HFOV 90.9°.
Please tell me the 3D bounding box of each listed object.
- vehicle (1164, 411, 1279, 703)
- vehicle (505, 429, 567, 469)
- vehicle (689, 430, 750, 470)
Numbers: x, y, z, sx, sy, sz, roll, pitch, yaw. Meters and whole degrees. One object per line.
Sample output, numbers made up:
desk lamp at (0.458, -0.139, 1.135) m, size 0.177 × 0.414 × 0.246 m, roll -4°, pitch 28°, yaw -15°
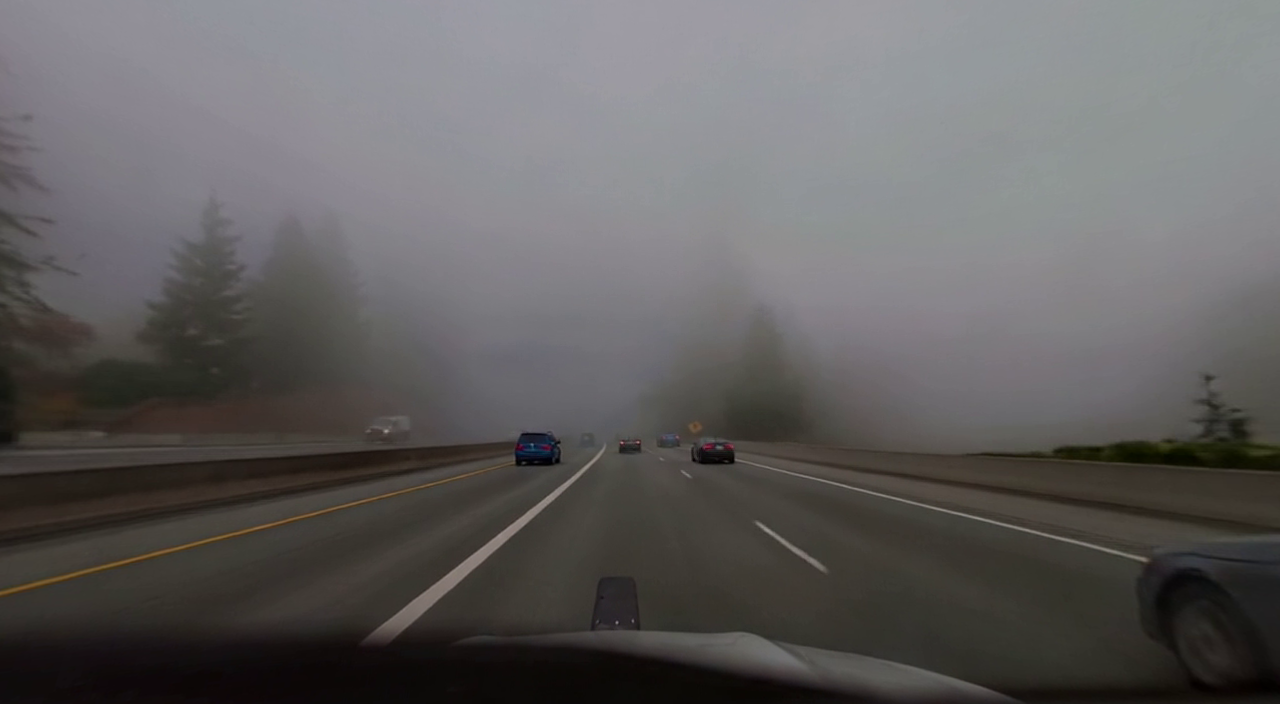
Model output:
vehicle at (3.970, 0.844, 1.548) m, size 1.986 × 1.488 × 3.867 m, roll 0°, pitch -8°, yaw -1°
vehicle at (-4.224, 3.992, 26.292) m, size 1.941 × 1.529 × 4.111 m, roll 0°, pitch -8°, yaw -1°
vehicle at (3.267, 4.099, 26.560) m, size 1.883 × 1.536 × 3.792 m, roll 1°, pitch -8°, yaw -3°
